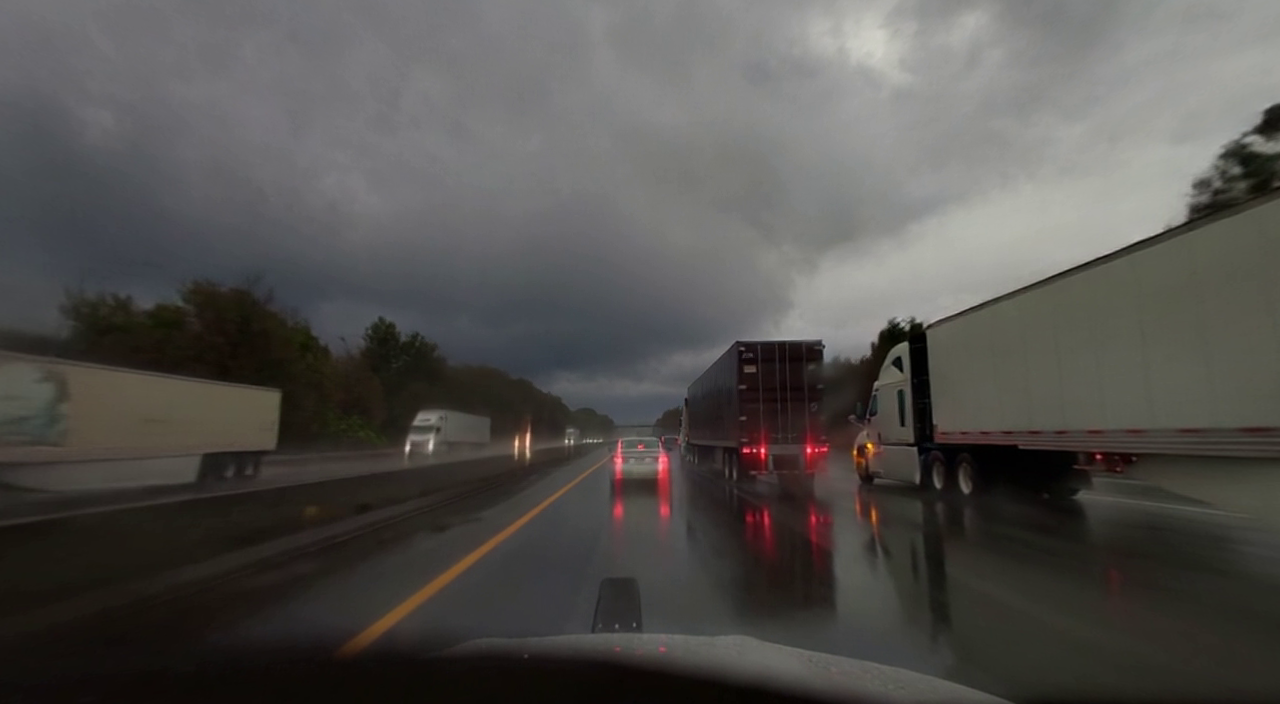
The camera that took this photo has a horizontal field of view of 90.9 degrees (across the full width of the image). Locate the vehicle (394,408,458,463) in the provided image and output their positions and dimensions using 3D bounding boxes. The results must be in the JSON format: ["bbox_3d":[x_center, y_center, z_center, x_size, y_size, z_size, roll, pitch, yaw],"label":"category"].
[{"bbox_3d":[-16.824,6.608,49.990,2.903,4.010,6.212,0,-8,-1],"label":"vehicle"}]

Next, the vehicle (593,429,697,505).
[{"bbox_3d":[0.046,2.500,14.241,2.038,1.477,3.773,0,-8,-2],"label":"vehicle"}]

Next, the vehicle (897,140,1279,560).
[{"bbox_3d":[8.149,0.251,8.585,3.110,4.308,14.260,0,-8,-1],"label":"vehicle"}]

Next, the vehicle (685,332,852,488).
[{"bbox_3d":[3.853,2.425,23.603,2.888,4.099,14.183,0,-8,-2],"label":"vehicle"}]

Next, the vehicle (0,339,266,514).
[{"bbox_3d":[-16.598,2.276,18.653,2.840,4.093,13.930,0,-8,-1],"label":"vehicle"}]
